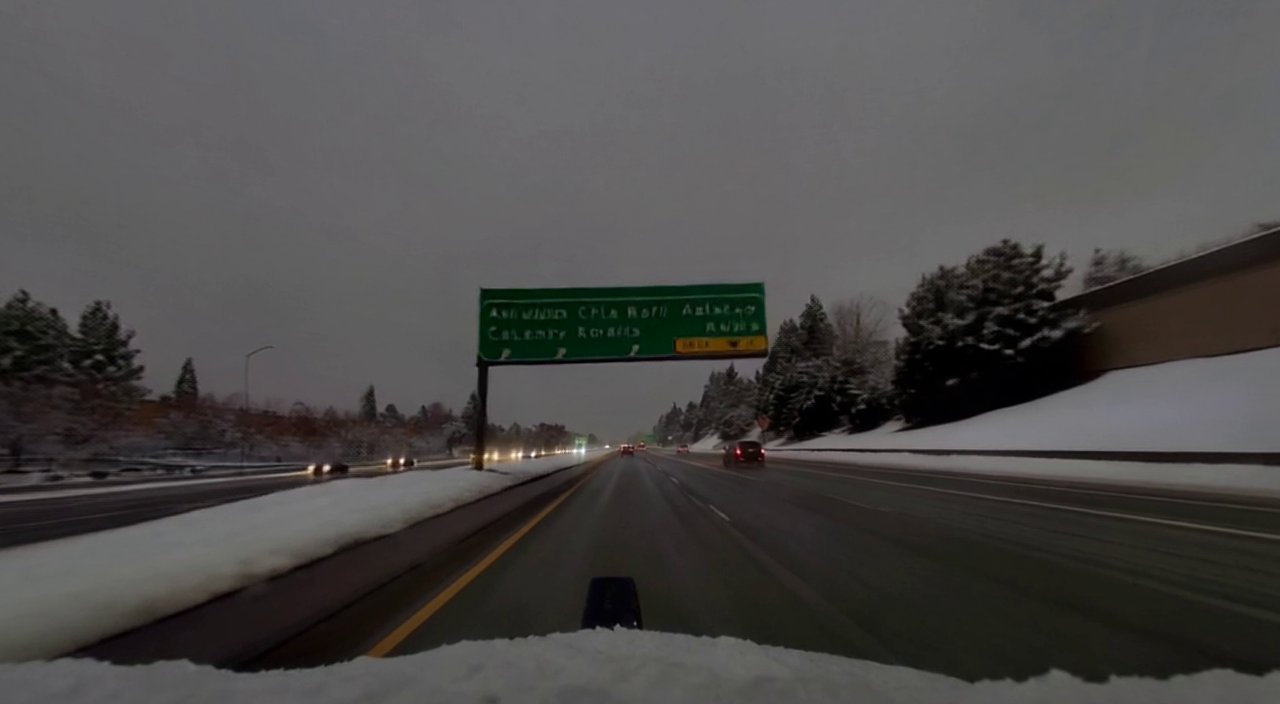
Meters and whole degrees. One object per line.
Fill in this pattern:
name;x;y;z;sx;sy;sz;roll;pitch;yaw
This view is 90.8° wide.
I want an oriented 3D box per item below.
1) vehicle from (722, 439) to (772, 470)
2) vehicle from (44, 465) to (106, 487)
vehicle;6.167;5.982;36.960;2.030;1.706;4.279;0;-9;-2
vehicle;-41.499;9.116;46.523;1.574;1.349;3.499;-2;-8;-6
